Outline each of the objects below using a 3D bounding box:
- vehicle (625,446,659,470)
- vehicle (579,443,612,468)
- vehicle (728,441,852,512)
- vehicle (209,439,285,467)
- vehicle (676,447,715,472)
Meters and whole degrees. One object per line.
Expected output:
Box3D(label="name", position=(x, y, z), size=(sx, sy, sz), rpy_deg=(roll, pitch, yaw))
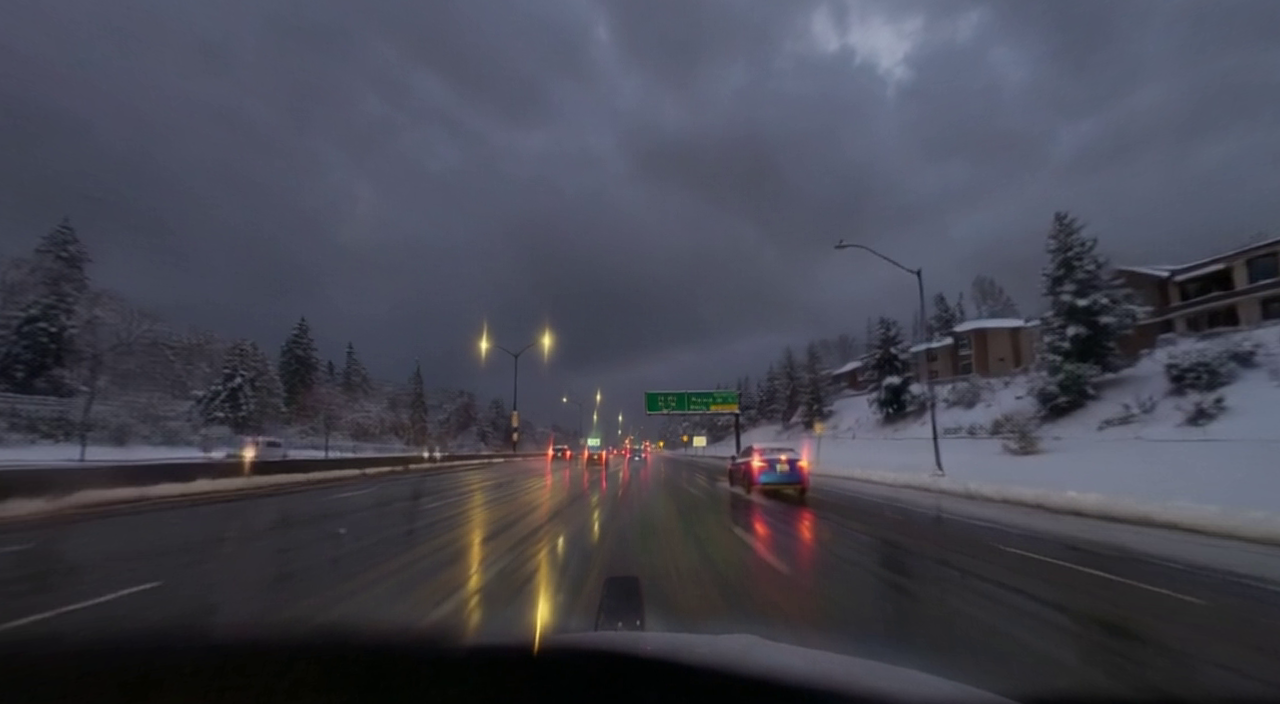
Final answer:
Box3D(label="vehicle", position=(0.146, 7.112, 42.556), size=(2.166, 1.496, 4.158), rpy_deg=(0, -9, 0))
Box3D(label="vehicle", position=(-3.160, 7.495, 45.753), size=(2.091, 1.664, 4.157), rpy_deg=(0, -9, 0))
Box3D(label="vehicle", position=(3.641, 3.101, 16.250), size=(2.077, 1.527, 4.553), rpy_deg=(0, -9, 0))
Box3D(label="vehicle", position=(-23.308, 5.981, 37.510), size=(1.967, 1.530, 3.845), rpy_deg=(0, -9, 1))
Box3D(label="vehicle", position=(3.467, 6.789, 40.006), size=(2.036, 1.517, 4.256), rpy_deg=(0, -9, -1))
